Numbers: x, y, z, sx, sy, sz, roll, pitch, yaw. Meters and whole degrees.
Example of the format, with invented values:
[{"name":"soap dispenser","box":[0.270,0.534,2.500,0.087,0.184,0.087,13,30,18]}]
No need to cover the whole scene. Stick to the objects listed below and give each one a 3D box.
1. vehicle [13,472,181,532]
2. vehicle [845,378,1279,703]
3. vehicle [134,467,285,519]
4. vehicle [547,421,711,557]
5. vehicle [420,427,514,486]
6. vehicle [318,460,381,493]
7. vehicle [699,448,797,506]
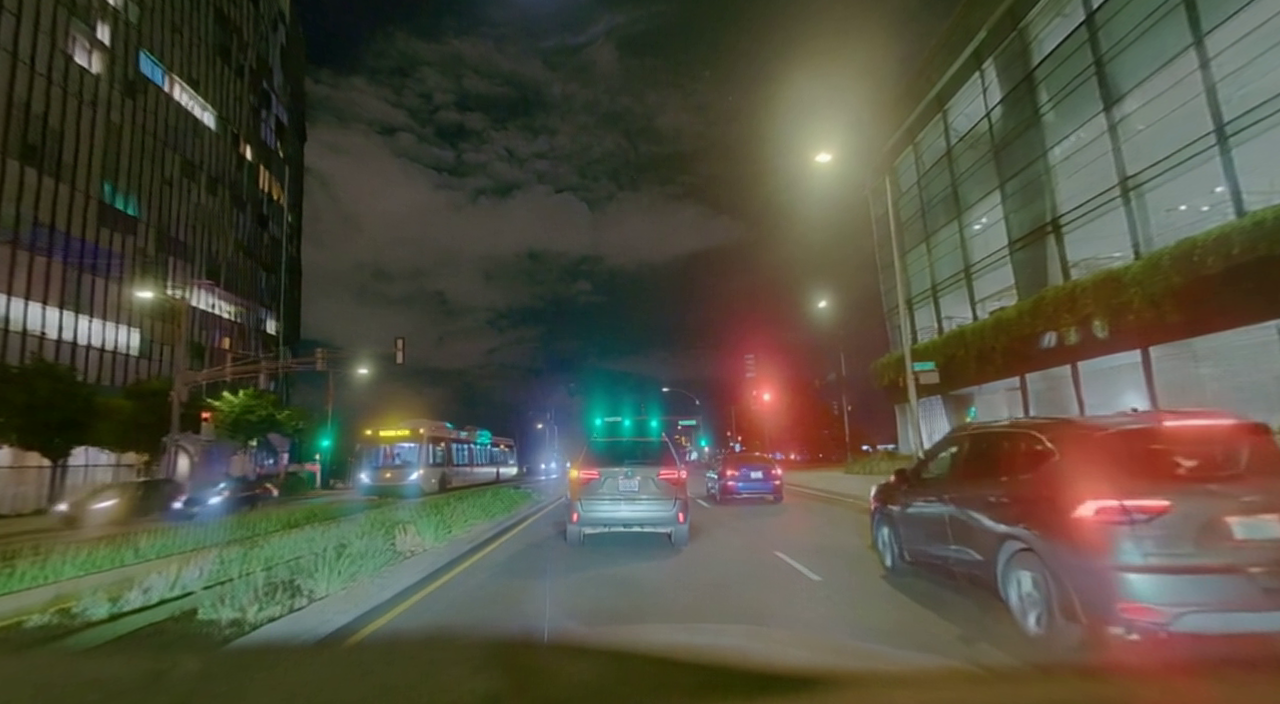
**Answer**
[{"name":"vehicle","box":[-19.053,5.223,22.531,2.066,1.700,4.536,0,-8,-2]},{"name":"vehicle","box":[3.571,1.323,5.406,2.029,1.717,4.624,0,-8,-1]},{"name":"vehicle","box":[-15.001,4.921,22.434,2.077,1.458,4.718,0,-8,0]},{"name":"vehicle","box":[-0.230,2.137,10.601,2.178,1.779,4.255,0,-8,-2]},{"name":"vehicle","box":[-10.970,6.763,41.498,3.053,3.359,10.539,0,-8,1]},{"name":"vehicle","box":[-18.909,8.105,41.406,1.933,1.919,4.913,0,-8,-2]},{"name":"vehicle","box":[3.023,3.583,18.667,1.993,1.480,4.324,0,-9,-2]}]
